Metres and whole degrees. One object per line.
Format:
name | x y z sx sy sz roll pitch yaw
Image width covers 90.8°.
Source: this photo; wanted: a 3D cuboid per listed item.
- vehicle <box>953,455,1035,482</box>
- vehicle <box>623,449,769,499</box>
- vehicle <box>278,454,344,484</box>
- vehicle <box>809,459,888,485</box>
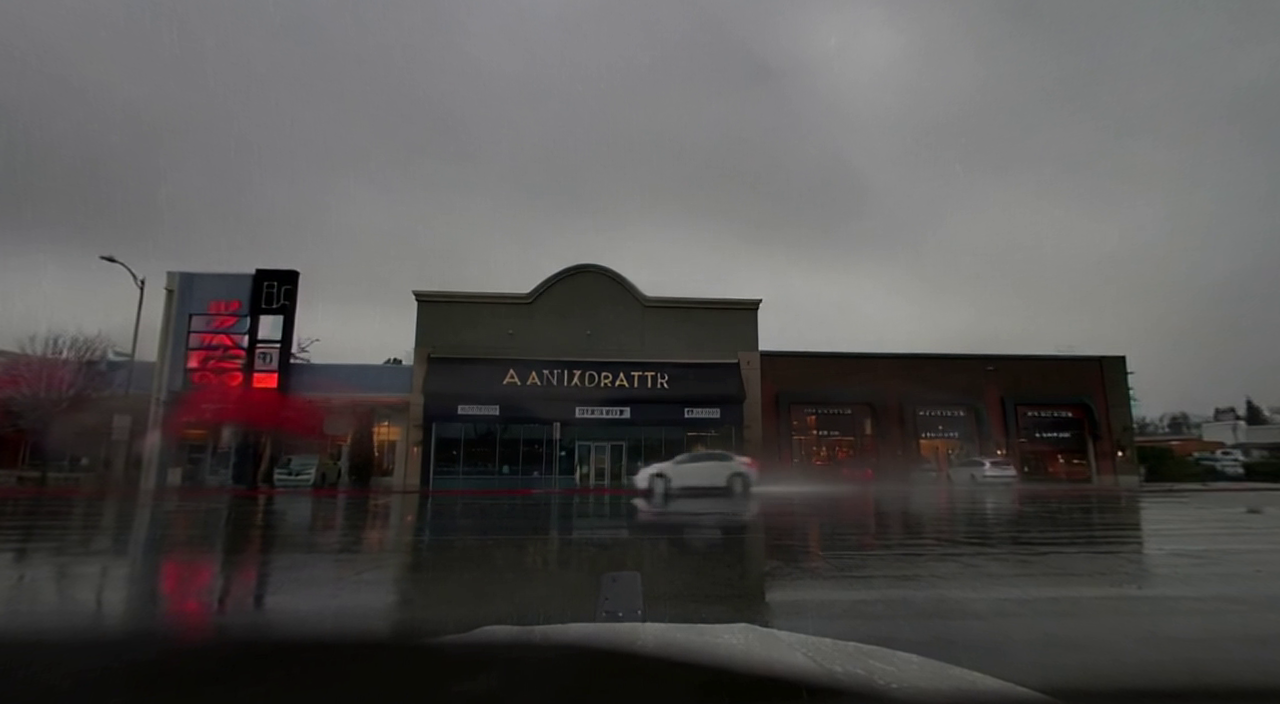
vehicle | 25.708 8.450 45.927 4.838 1.799 1.914 -7 -11 39
vehicle | 1.887 4.295 22.448 4.889 1.659 2.059 1 -9 -4
vehicle | -20.036 7.058 38.402 4.596 1.680 1.936 -8 -12 41
vehicle | 12.962 7.471 39.565 1.791 1.453 4.593 5 -10 -29
